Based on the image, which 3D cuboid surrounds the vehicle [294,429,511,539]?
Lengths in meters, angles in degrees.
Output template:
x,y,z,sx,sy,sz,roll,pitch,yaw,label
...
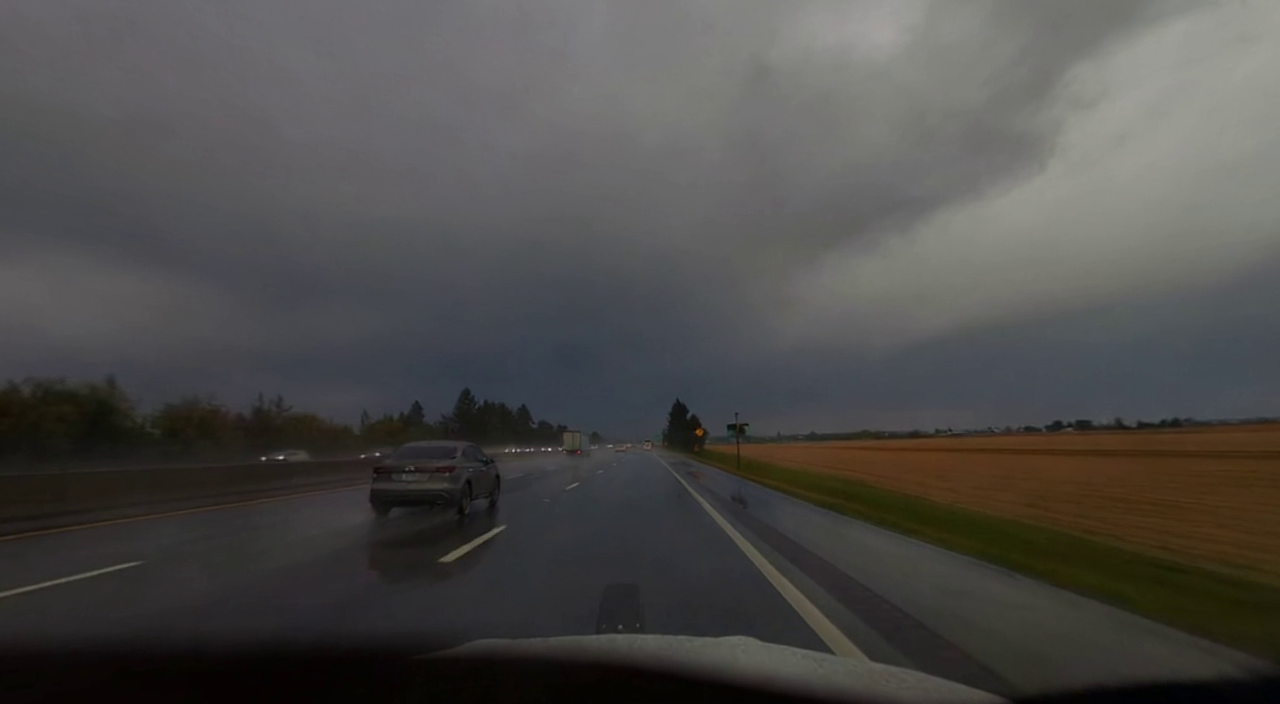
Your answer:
x,y,z,sx,sy,sz,roll,pitch,yaw,label
-3.894,2.258,11.461,2.028,1.553,4.820,0,-9,1,vehicle
